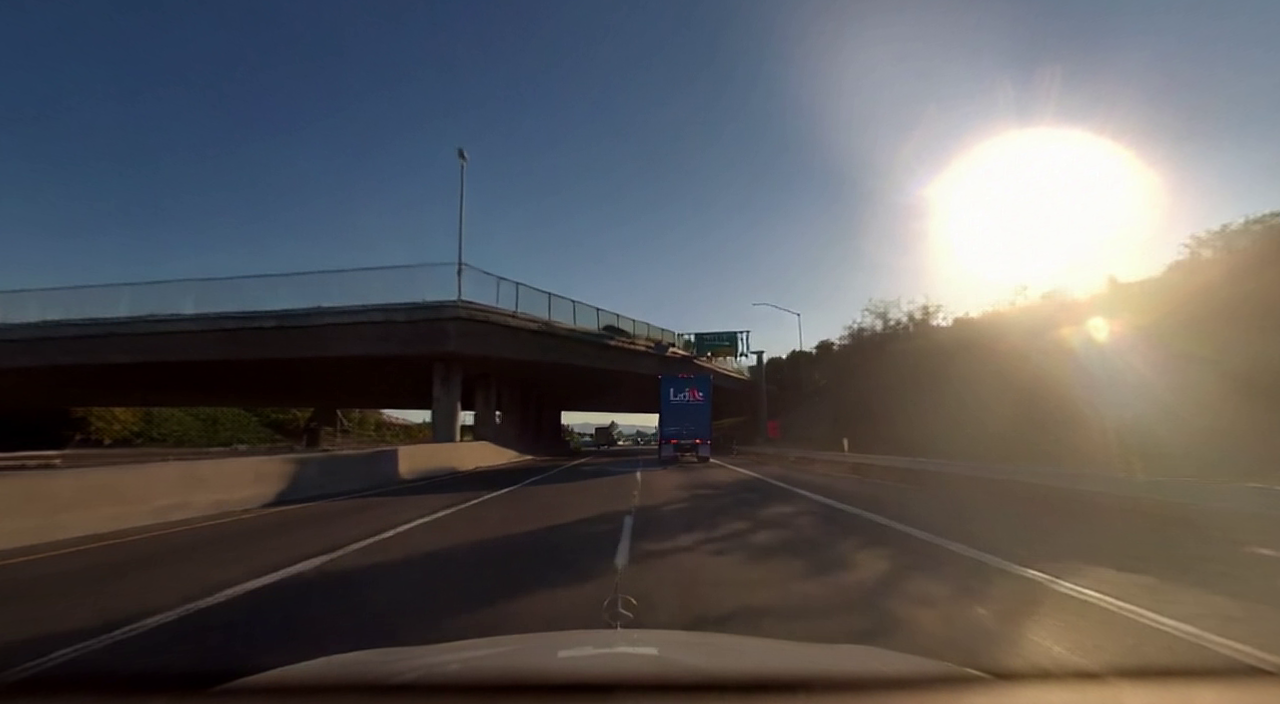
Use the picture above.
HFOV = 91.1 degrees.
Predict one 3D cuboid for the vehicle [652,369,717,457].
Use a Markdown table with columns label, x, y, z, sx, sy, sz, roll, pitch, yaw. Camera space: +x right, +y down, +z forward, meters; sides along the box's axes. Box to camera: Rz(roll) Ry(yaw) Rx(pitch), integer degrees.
| label | x | y | z | sx | sy | sz | roll | pitch | yaw |
| --- | --- | --- | --- | --- | --- | --- | --- | --- | --- |
| vehicle | 2.254 | 3.905 | 37.546 | 3.034 | 4.194 | 14.704 | 0 | -8 | 1 |
